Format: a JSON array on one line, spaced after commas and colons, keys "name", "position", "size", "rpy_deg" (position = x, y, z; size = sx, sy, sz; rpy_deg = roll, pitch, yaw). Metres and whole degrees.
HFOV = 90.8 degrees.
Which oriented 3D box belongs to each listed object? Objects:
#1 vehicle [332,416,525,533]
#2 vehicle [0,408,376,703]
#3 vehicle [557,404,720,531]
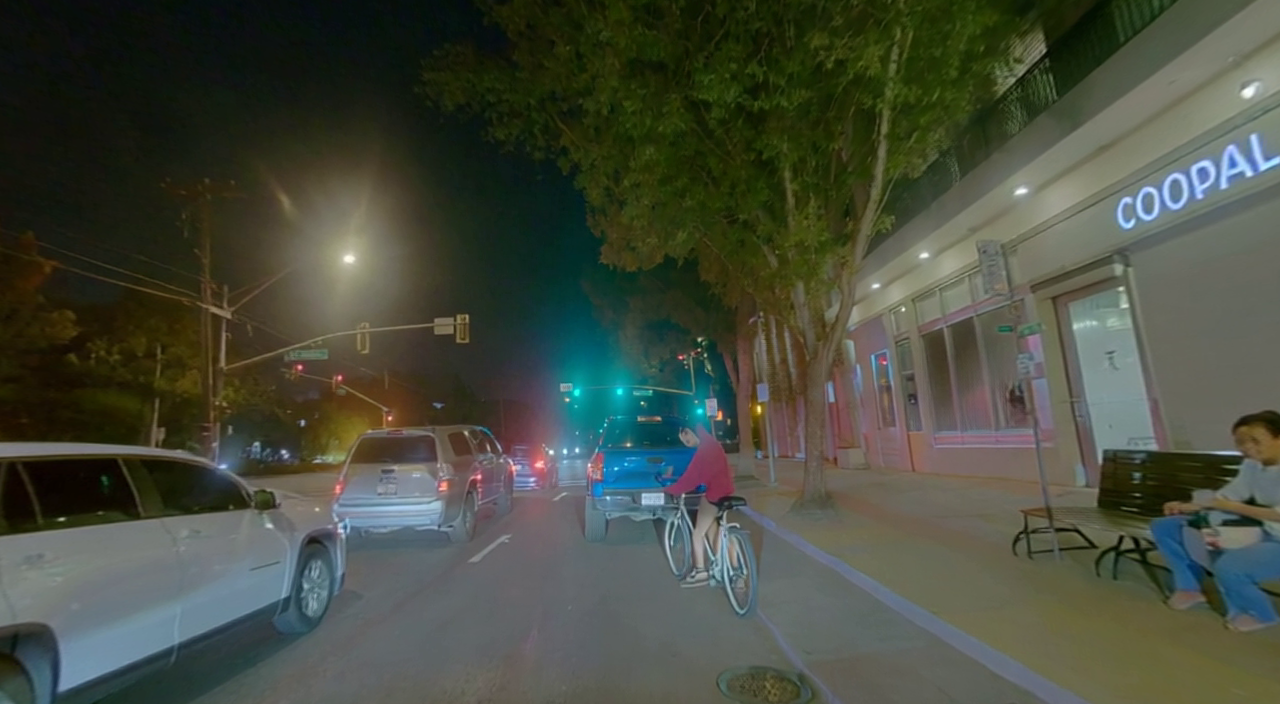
[{"name": "vehicle", "position": [-3.611, 2.196, 11.836], "size": [2.046, 1.750, 4.452], "rpy_deg": [0, -9, 0]}, {"name": "vehicle", "position": [-3.572, 1.184, 3.875], "size": [2.064, 1.486, 4.140], "rpy_deg": [0, -9, 1]}, {"name": "vehicle", "position": [-0.074, 2.101, 12.025], "size": [2.426, 1.882, 5.027], "rpy_deg": [0, -9, -1]}]
